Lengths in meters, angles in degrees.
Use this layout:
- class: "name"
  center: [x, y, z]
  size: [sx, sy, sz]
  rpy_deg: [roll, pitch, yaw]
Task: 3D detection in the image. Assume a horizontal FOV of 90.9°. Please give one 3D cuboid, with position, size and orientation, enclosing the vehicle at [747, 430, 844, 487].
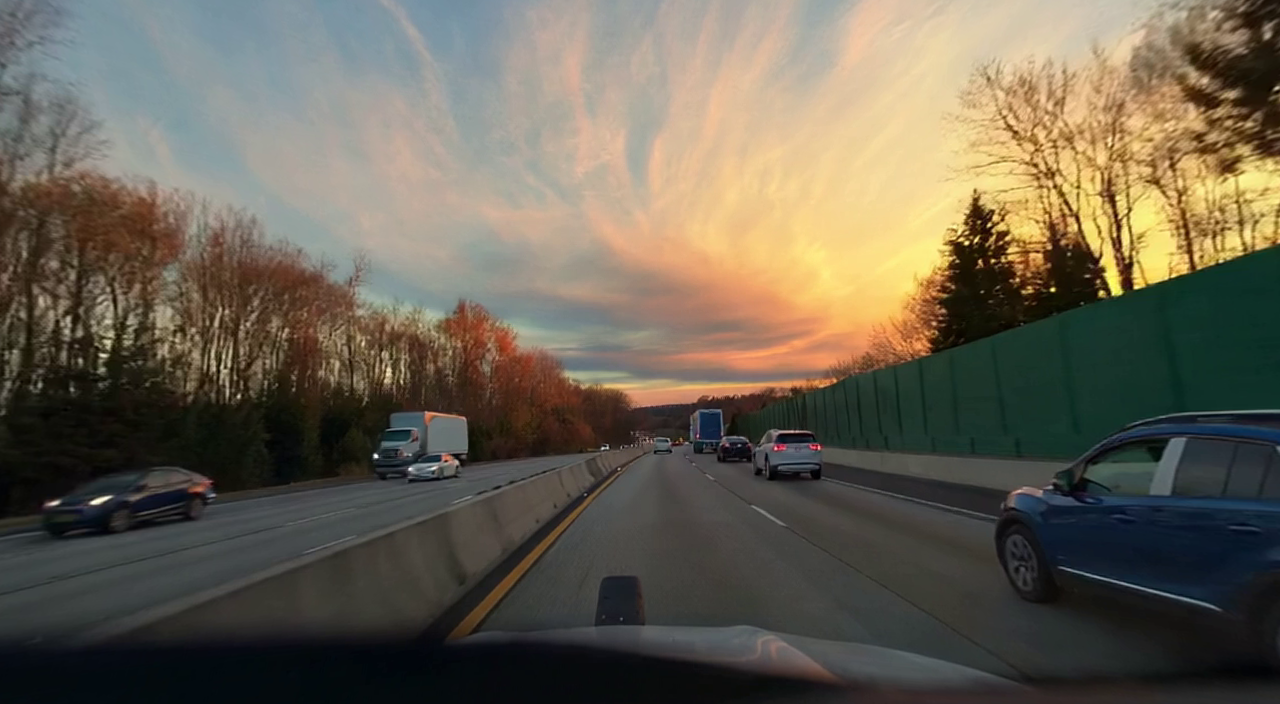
- class: "vehicle"
  center: [4.624, 3.217, 19.361]
  size: [1.940, 1.539, 4.005]
  rpy_deg: [0, -8, 0]

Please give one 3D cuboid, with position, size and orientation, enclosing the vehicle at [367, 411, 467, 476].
- class: "vehicle"
  center: [-14.140, 5.943, 41.033]
  size: [2.992, 3.720, 9.676]
  rpy_deg: [0, -8, -1]

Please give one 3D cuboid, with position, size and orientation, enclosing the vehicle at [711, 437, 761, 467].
- class: "vehicle"
  center: [5.017, 5.281, 33.565]
  size: [2.000, 1.473, 4.440]
  rpy_deg: [0, -8, 0]

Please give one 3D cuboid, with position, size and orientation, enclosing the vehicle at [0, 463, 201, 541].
- class: "vehicle"
  center: [-13.261, 3.604, 15.661]
  size: [1.884, 1.506, 3.990]
  rpy_deg: [1, -8, -2]

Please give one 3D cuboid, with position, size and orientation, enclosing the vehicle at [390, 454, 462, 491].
- class: "vehicle"
  center: [-9.577, 5.421, 28.569]
  size: [1.804, 1.447, 4.181]
  rpy_deg: [0, -8, -1]

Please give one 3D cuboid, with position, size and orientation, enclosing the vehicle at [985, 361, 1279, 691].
- class: "vehicle"
  center: [4.347, 0.966, 3.706]
  size: [2.110, 1.684, 4.390]
  rpy_deg: [0, -8, 0]
